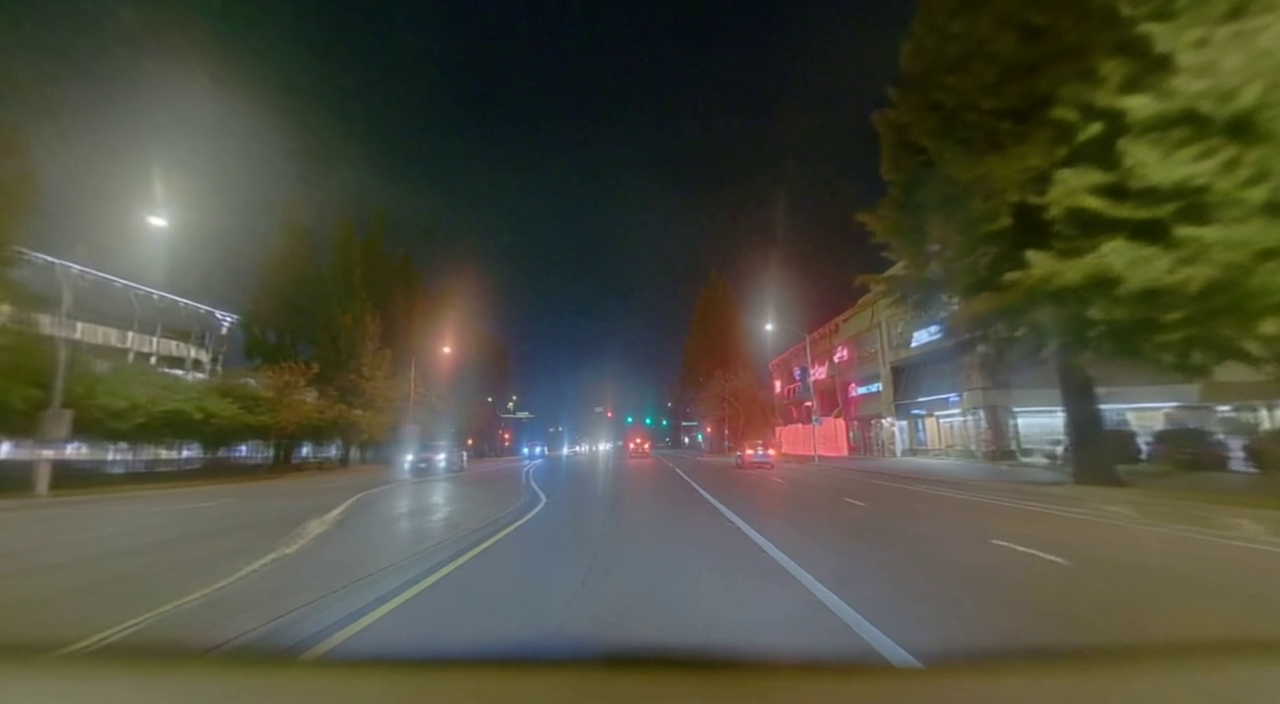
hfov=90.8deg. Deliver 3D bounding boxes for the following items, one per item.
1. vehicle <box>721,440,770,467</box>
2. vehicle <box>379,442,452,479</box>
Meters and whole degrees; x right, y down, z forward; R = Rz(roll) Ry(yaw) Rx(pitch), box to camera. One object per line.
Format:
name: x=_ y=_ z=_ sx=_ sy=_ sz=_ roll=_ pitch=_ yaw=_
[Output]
vehicle: x=6.238 y=6.038 z=37.866 sx=2.024 sy=1.475 sz=4.600 roll=0 pitch=-8 yaw=-2
vehicle: x=-9.817 y=4.739 z=27.956 sx=1.676 sy=1.469 sz=4.362 roll=0 pitch=-8 yaw=-1
